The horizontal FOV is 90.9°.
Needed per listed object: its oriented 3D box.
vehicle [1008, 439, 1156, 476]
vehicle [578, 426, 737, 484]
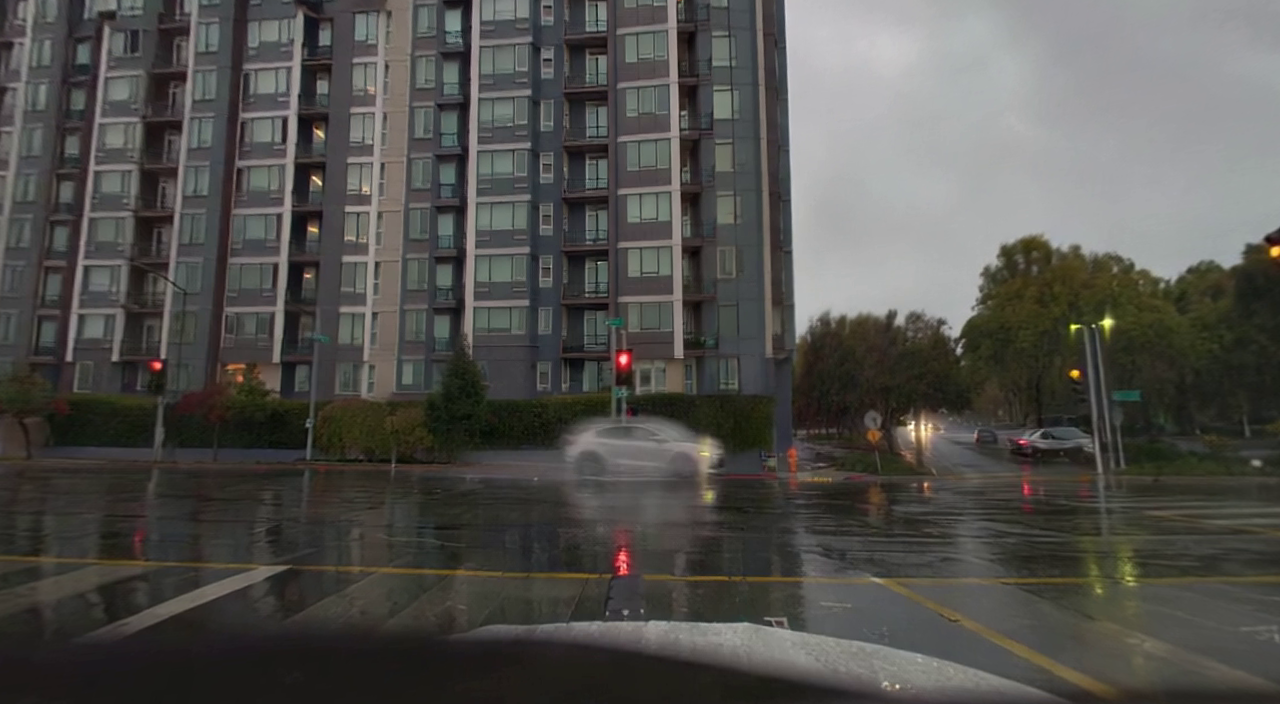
[{"bbox_3d":[18.592,4.455,26.700,4.823,1.458,1.914,0,-9,-1],"label":"vehicle"},{"bbox_3d":[0.554,3.396,20.930,4.980,1.792,2.042,0,-9,1],"label":"vehicle"}]
